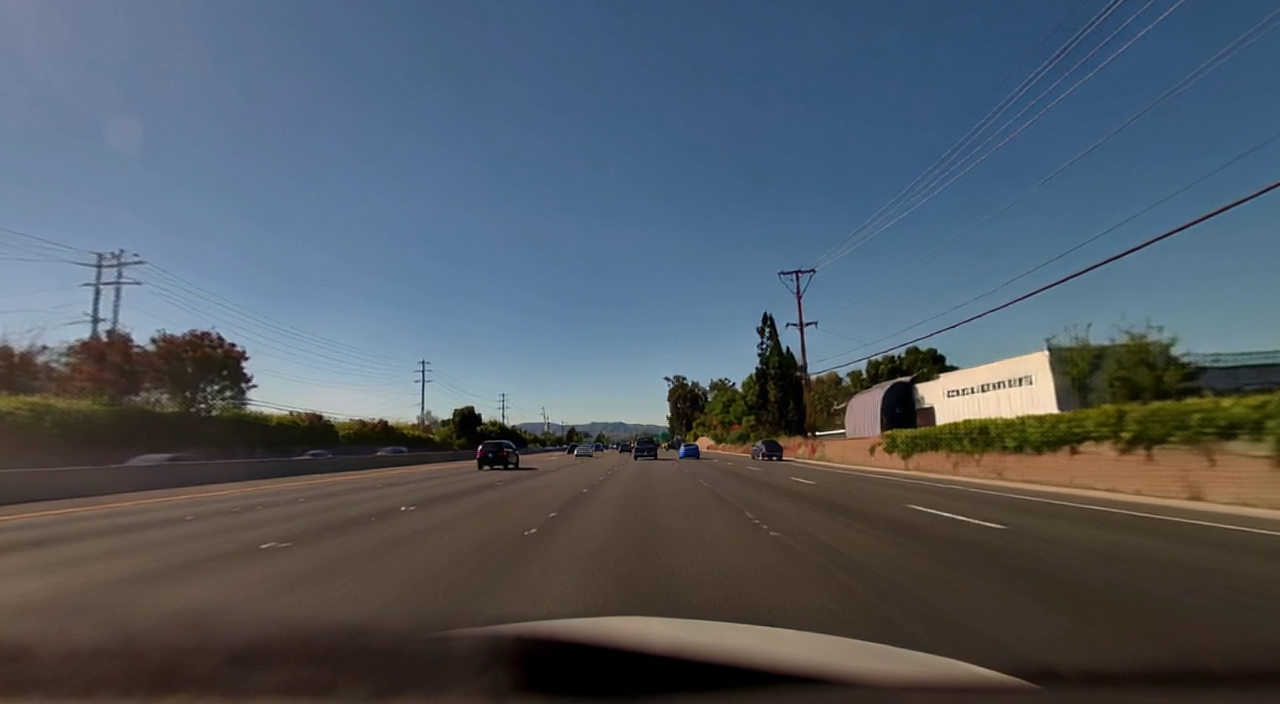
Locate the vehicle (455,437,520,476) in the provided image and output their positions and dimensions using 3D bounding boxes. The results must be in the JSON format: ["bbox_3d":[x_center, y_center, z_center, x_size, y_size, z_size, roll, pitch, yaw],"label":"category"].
[{"bbox_3d":[-7.297,5.032,30.670,2.007,1.732,4.395,0,-8,1],"label":"vehicle"}]

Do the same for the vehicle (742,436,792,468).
[{"bbox_3d":[7.389,5.849,37.002,1.937,1.698,4.322,0,-8,-1],"label":"vehicle"}]

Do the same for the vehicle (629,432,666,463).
[{"bbox_3d":[0.520,7.227,47.786,2.622,2.208,5.320,0,-8,-1],"label":"vehicle"}]

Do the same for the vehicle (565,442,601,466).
[{"bbox_3d":[-3.756,6.831,42.317,1.979,1.469,4.378,0,-8,0],"label":"vehicle"}]
